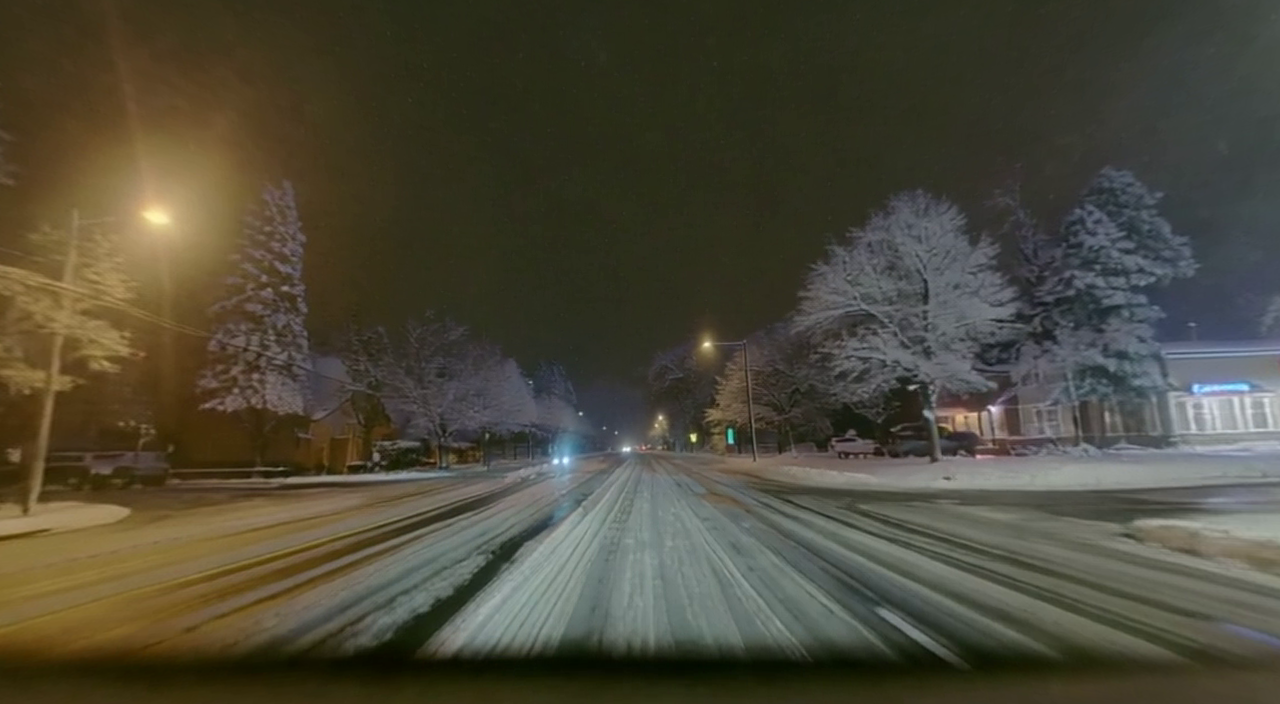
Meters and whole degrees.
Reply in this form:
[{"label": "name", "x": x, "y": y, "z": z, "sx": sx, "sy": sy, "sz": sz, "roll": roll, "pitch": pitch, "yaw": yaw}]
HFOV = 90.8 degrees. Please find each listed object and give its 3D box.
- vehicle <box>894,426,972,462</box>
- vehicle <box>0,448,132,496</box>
[{"label": "vehicle", "x": 17.344, "y": 5.442, "z": 37.711, "sx": 2.314, "sy": 1.921, "sz": 5.069, "roll": -1, "pitch": -7, "yaw": 2}, {"label": "vehicle", "x": -30.654, "y": 6.236, "z": 33.105, "sx": 5.937, "sy": 2.345, "sz": 2.252, "roll": 0, "pitch": -9, "yaw": -1}]
